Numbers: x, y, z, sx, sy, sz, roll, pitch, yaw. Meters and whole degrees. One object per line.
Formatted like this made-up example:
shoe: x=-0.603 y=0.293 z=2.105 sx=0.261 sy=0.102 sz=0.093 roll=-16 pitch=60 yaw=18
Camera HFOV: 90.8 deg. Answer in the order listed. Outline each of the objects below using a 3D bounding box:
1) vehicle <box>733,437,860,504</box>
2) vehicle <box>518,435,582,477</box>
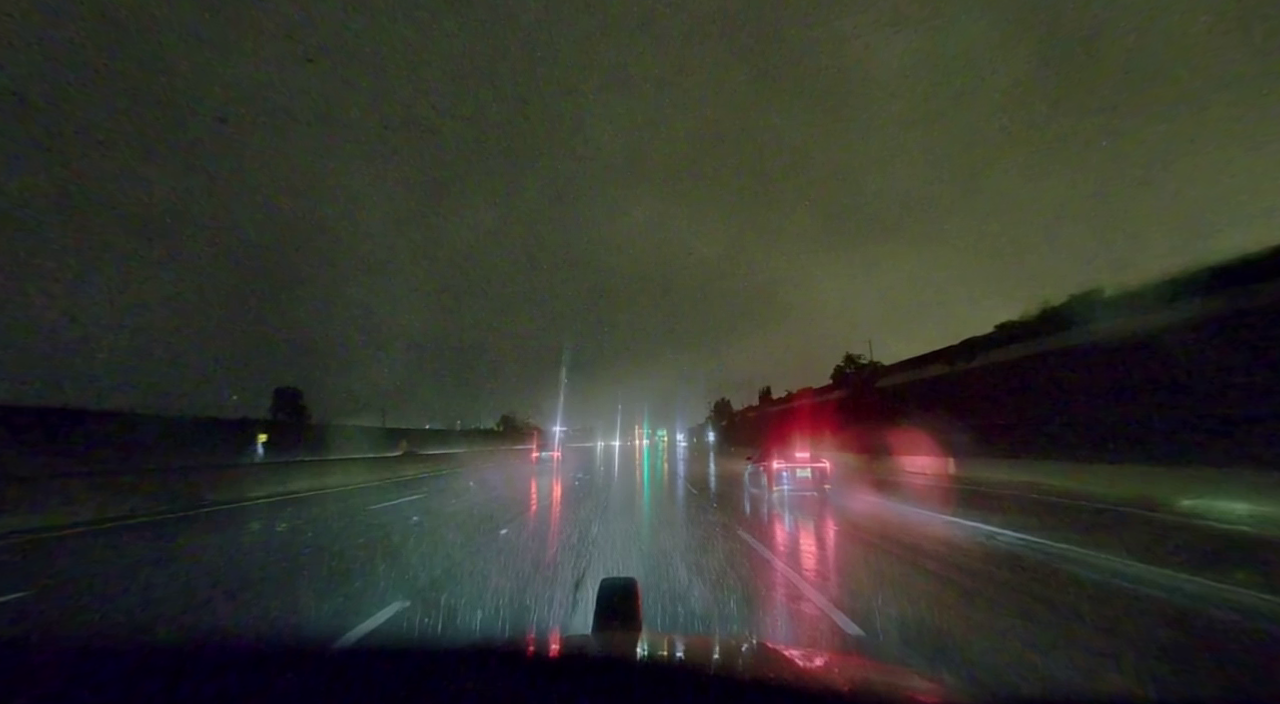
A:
vehicle: x=3.836 y=2.972 z=16.342 sx=2.060 sy=1.485 sz=4.274 roll=0 pitch=-8 yaw=-2
vehicle: x=-3.754 y=4.444 z=27.205 sx=2.048 sy=1.618 sz=4.424 roll=0 pitch=-8 yaw=1
